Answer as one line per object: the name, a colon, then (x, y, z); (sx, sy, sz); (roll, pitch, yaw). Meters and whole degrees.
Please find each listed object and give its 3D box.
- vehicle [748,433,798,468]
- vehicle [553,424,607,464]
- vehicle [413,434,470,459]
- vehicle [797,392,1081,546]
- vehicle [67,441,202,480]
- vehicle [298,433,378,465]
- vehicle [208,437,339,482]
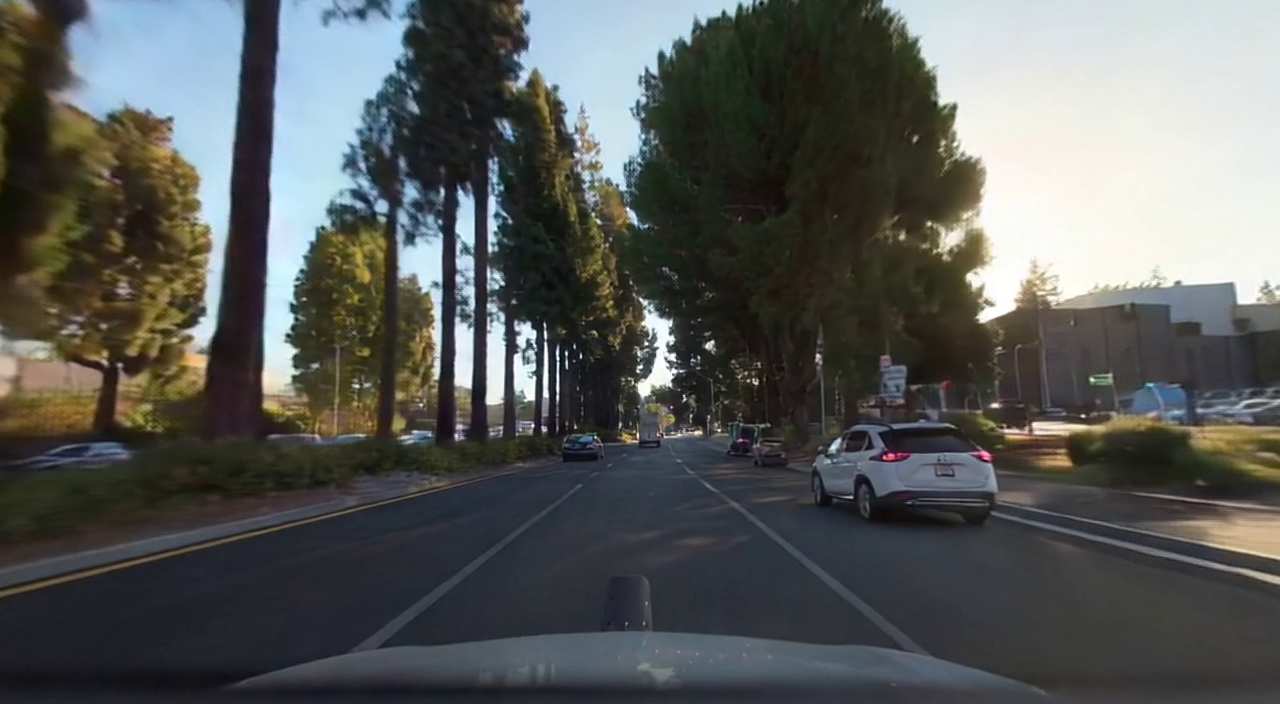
vehicle: (7.165, 5.367, 34.361); (2.280, 1.757, 4.572); (-1, -9, 7)
vehicle: (-3.132, 4.946, 33.795); (2.255, 1.940, 4.822); (0, -8, 2)
vehicle: (-12.586, 6.033, 40.253); (2.053, 1.496, 4.569); (0, -8, 2)
vehicle: (4.696, 1.985, 11.380); (2.381, 2.008, 5.971); (0, -8, 2)
vehicle: (-20.587, 4.421, 25.972); (1.906, 1.470, 4.369); (0, -8, 0)
vehicle: (-16.714, 5.408, 35.223); (2.059, 1.688, 4.657); (0, -8, 1)
vehicle: (-13.154, 3.875, 23.004); (1.897, 1.472, 4.592); (0, -8, 2)
